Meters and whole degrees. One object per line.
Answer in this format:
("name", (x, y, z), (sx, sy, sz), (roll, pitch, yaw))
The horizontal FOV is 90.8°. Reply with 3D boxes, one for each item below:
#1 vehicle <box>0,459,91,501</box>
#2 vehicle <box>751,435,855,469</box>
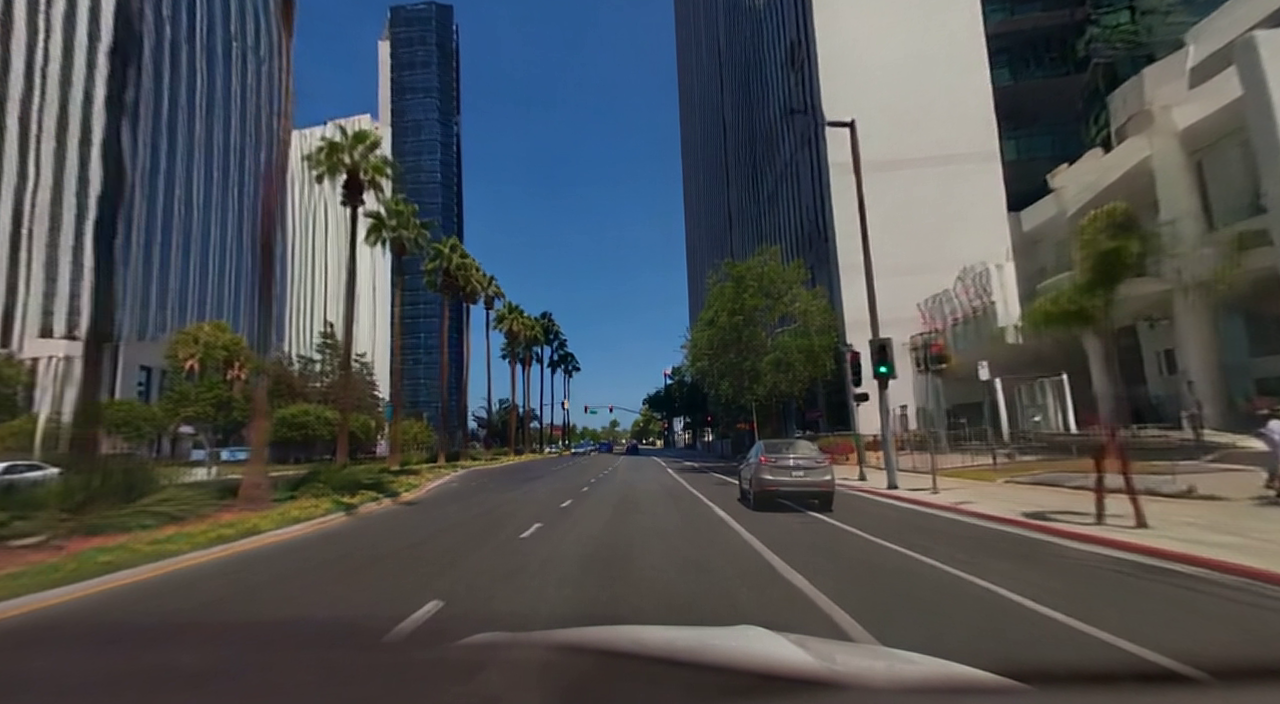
("vehicle", (-23.932, 4.866, 24.212), (1.751, 1.424, 4.506), (0, -8, 0))
("vehicle", (8.587, 5.323, 33.624), (4.871, 1.708, 2.144), (0, -9, -2))
